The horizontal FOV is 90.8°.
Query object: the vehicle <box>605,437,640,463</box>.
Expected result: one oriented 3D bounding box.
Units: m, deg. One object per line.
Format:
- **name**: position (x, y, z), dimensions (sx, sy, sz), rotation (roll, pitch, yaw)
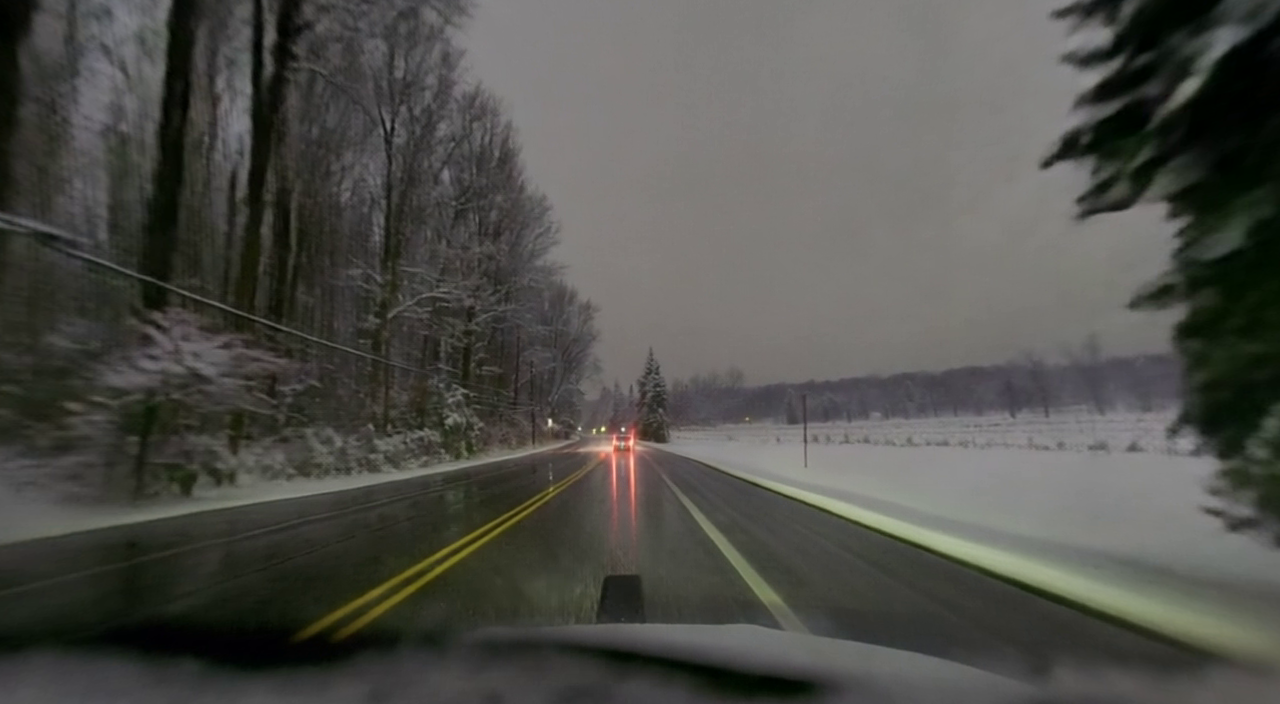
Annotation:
- **vehicle**: position (-1.092, 6.091, 39.445), dimensions (2.042, 1.489, 3.963), rotation (0, -8, -2)
